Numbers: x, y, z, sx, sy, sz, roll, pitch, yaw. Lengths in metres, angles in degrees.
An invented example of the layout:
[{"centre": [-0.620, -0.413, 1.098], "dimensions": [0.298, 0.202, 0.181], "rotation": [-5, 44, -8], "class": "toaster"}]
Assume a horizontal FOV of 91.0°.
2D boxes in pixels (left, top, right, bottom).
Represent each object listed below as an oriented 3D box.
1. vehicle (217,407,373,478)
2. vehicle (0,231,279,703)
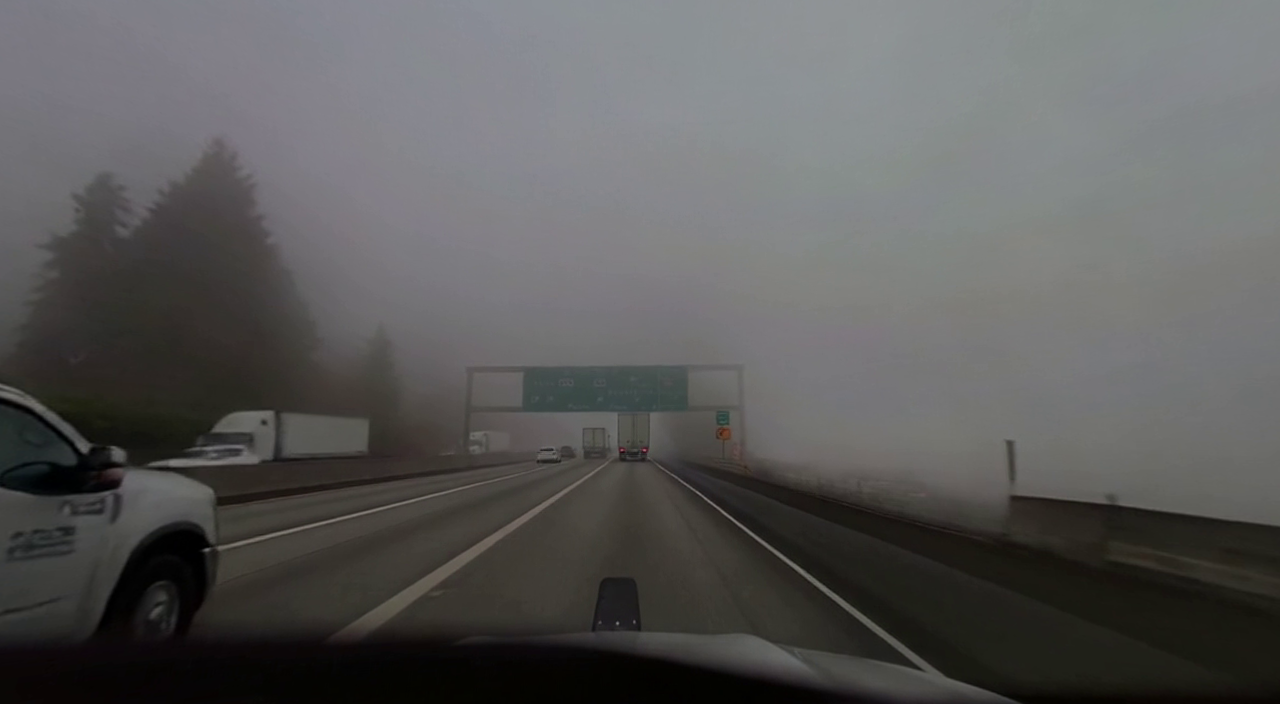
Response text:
[{"centre": [-23.134, 6.280, 43.883], "dimensions": [2.924, 4.080, 14.299], "rotation": [0, -8, 0], "class": "vehicle"}, {"centre": [-3.427, 0.492, 1.568], "dimensions": [2.223, 2.045, 4.798], "rotation": [0, -8, -1], "class": "vehicle"}]
